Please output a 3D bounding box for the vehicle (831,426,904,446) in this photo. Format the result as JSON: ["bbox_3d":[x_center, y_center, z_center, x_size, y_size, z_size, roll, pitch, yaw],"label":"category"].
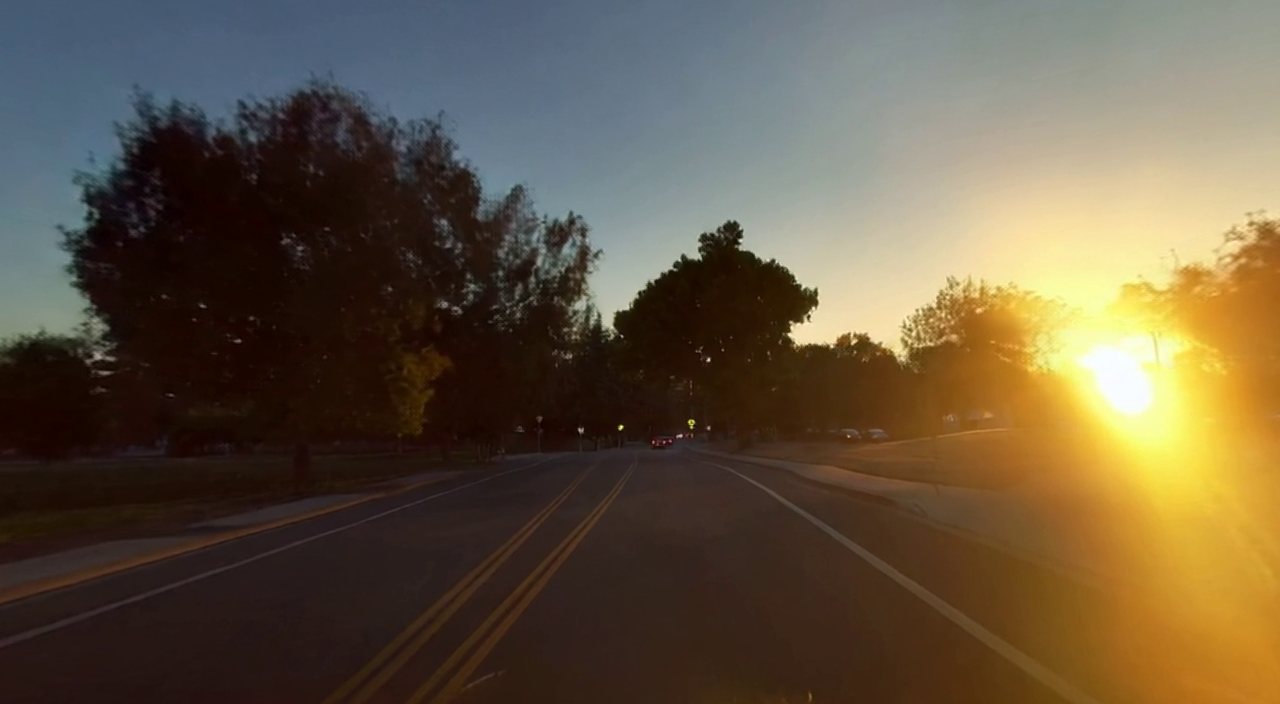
[{"bbox_3d":[17.090,6.369,47.536,4.744,1.476,1.926,0,-8,-2],"label":"vehicle"}]
